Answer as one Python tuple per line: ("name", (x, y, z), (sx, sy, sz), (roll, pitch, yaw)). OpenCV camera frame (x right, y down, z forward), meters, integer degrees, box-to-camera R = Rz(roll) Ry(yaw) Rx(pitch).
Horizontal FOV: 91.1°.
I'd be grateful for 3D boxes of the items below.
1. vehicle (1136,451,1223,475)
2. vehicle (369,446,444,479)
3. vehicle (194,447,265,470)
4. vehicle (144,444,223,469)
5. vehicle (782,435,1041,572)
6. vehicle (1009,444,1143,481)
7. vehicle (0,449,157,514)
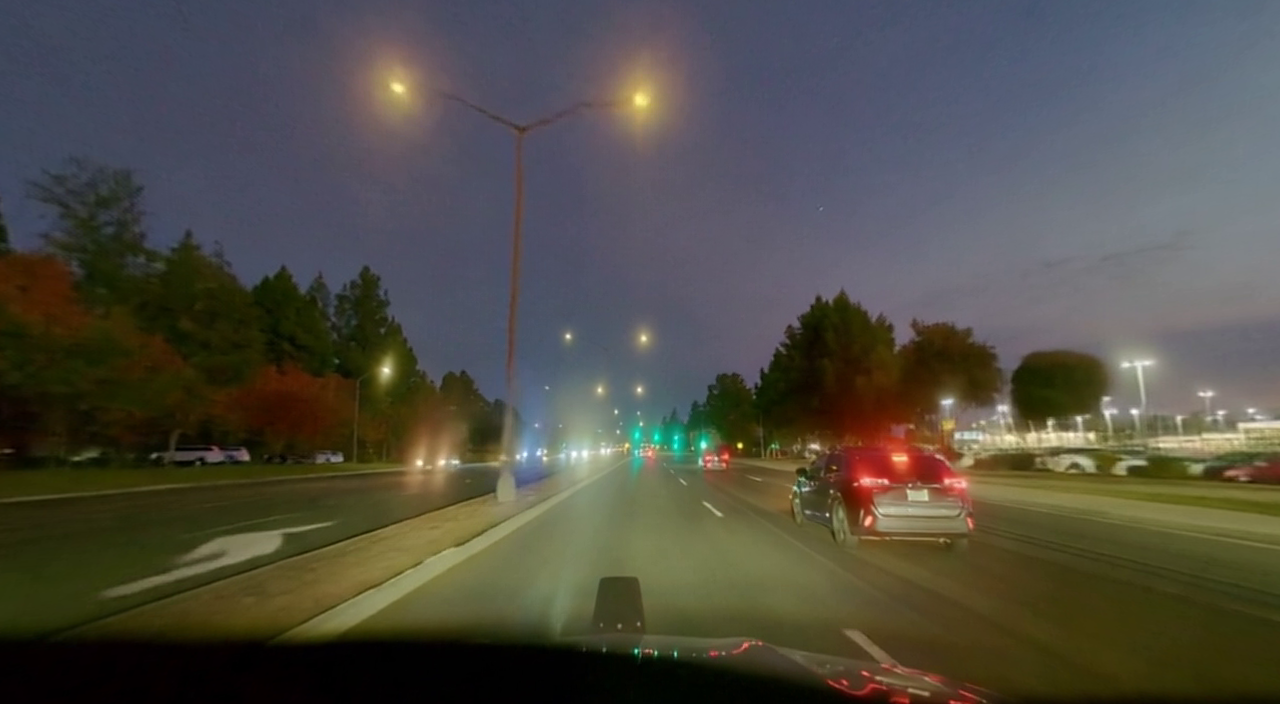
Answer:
("vehicle", (36.641, 7.512, 42.789), (1.804, 1.447, 4.676), (0, -9, 1))
("vehicle", (-11.863, 5.630, 32.261), (1.983, 1.567, 4.557), (0, -9, 1))
("vehicle", (-28.315, 7.330, 43.461), (1.861, 1.451, 4.533), (0, -9, 0))
("vehicle", (-31.545, 7.221, 43.553), (1.950, 1.569, 4.435), (0, -9, 2))
("vehicle", (3.555, 2.036, 9.309), (1.935, 1.501, 4.384), (0, -9, 1))
("vehicle", (19.576, 4.957, 28.302), (4.648, 1.568, 1.919), (1, -9, -3))
("vehicle", (-15.774, 3.358, 16.796), (1.889, 1.463, 4.652), (0, -9, 1))
